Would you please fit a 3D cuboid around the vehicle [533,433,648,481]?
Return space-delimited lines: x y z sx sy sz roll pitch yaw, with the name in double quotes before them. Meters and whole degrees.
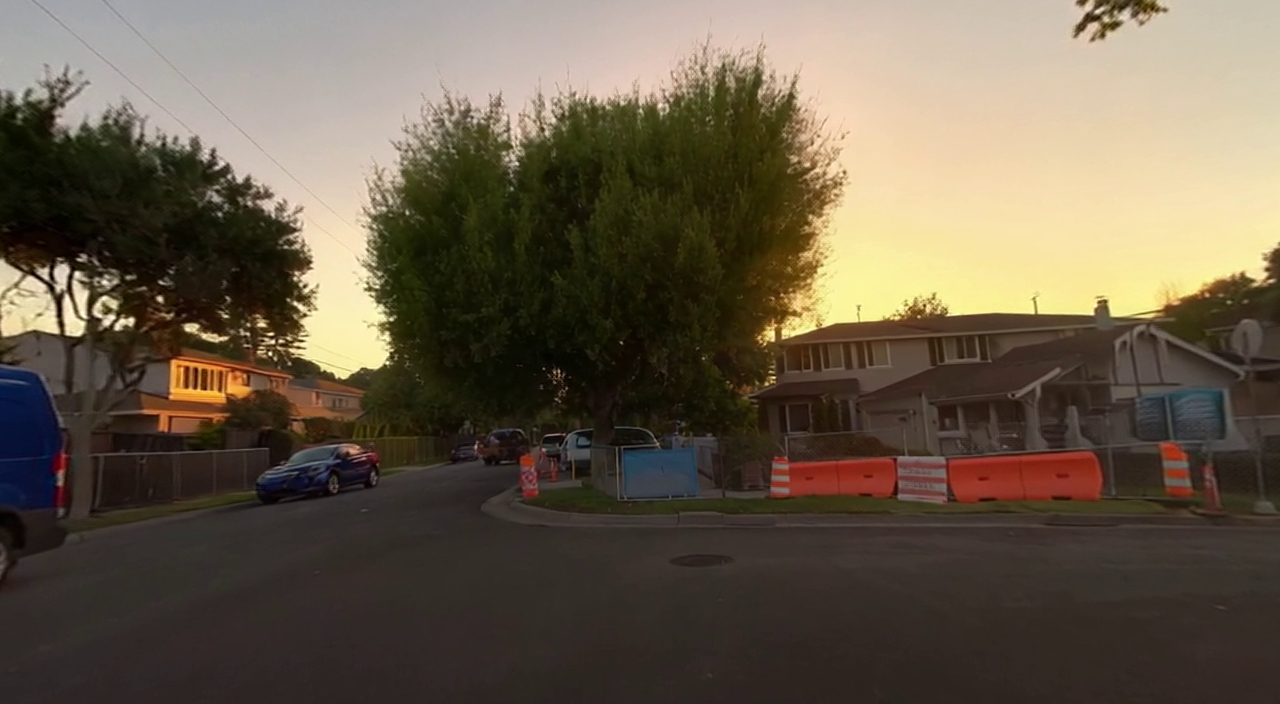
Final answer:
"vehicle" -1.543 3.453 21.126 1.827 1.436 4.070 -5 -9 30

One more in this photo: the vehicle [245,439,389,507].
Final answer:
"vehicle" -8.316 3.098 16.674 1.899 1.524 4.082 0 -8 -5

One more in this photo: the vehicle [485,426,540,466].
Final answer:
"vehicle" -6.681 4.962 33.519 2.219 1.984 4.712 0 -8 -3

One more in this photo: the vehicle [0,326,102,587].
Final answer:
"vehicle" -7.092 0.796 3.715 2.284 2.500 7.006 -2 -6 -6

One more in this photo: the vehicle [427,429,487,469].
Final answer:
"vehicle" -9.651 5.123 33.665 2.042 1.937 4.960 0 -8 -4
